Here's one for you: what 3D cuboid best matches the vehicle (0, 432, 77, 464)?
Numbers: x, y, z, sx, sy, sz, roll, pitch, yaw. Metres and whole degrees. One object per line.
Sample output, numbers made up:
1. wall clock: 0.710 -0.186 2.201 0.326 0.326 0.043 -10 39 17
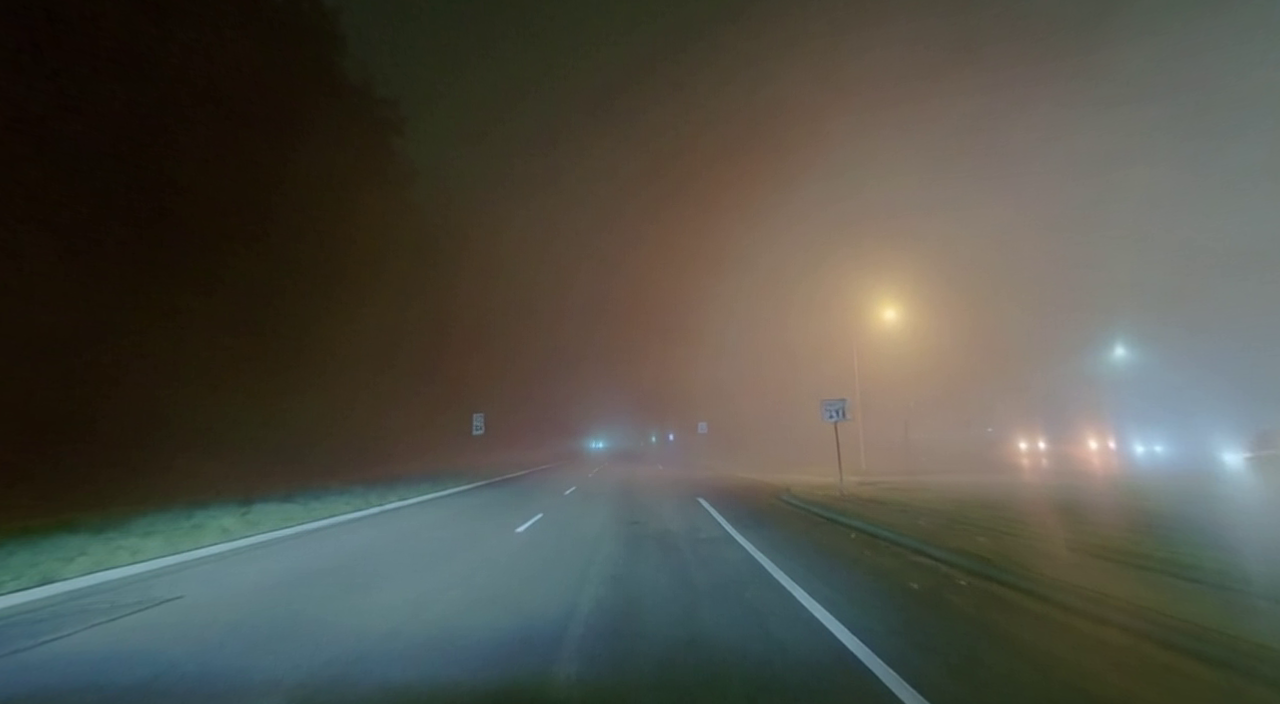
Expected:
1. vehicle: -46.243 7.276 47.927 1.991 2.142 5.123 -5 -6 0
